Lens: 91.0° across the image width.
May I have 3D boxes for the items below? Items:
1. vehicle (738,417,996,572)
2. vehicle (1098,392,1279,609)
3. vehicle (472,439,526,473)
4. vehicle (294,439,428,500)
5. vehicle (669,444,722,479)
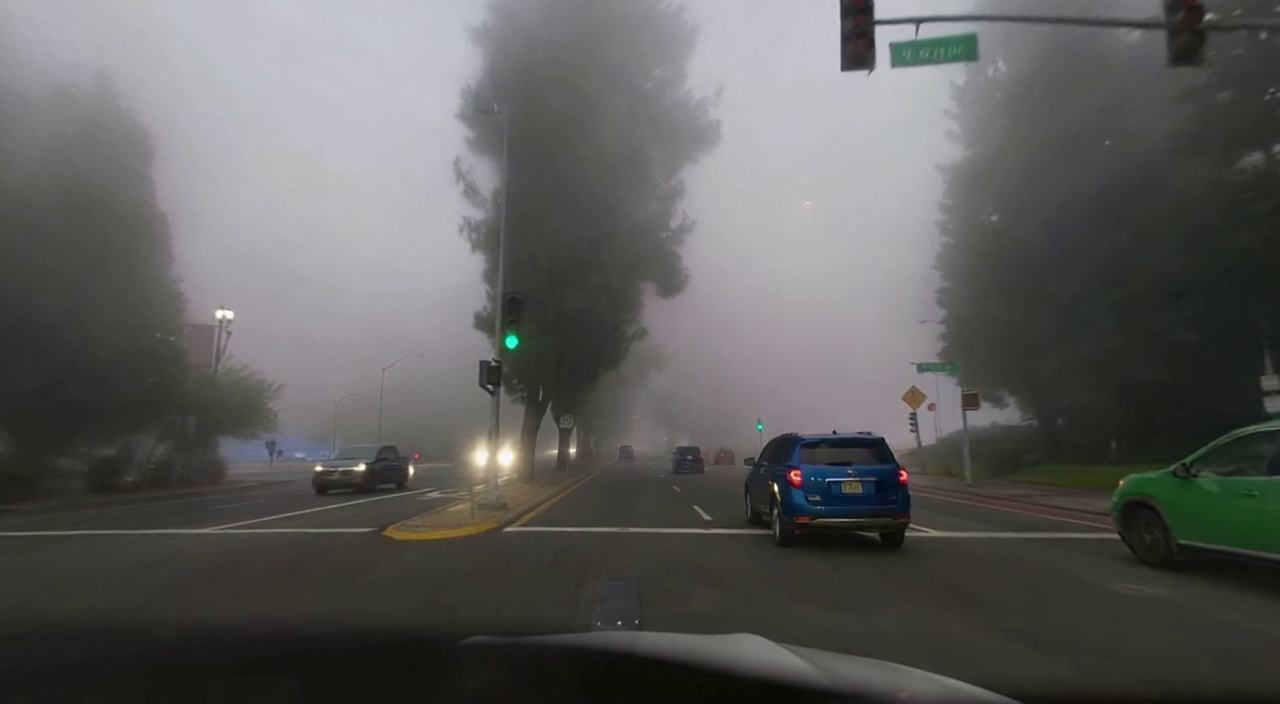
[{"bbox_3d":[2.847,1.885,9.108,2.075,1.698,4.142,0,-8,-1],"label":"vehicle"},{"bbox_3d":[6.492,1.200,4.964,2.153,1.811,4.595,0,-8,-2],"label":"vehicle"},{"bbox_3d":[-9.185,6.805,41.557,2.215,2.062,5.360,0,-8,1],"label":"vehicle"},{"bbox_3d":[-8.750,3.696,20.288,2.115,1.711,4.602,0,-8,1],"label":"vehicle"},{"bbox_3d":[2.512,5.096,29.612,1.980,1.484,4.093,0,-8,-2],"label":"vehicle"}]
